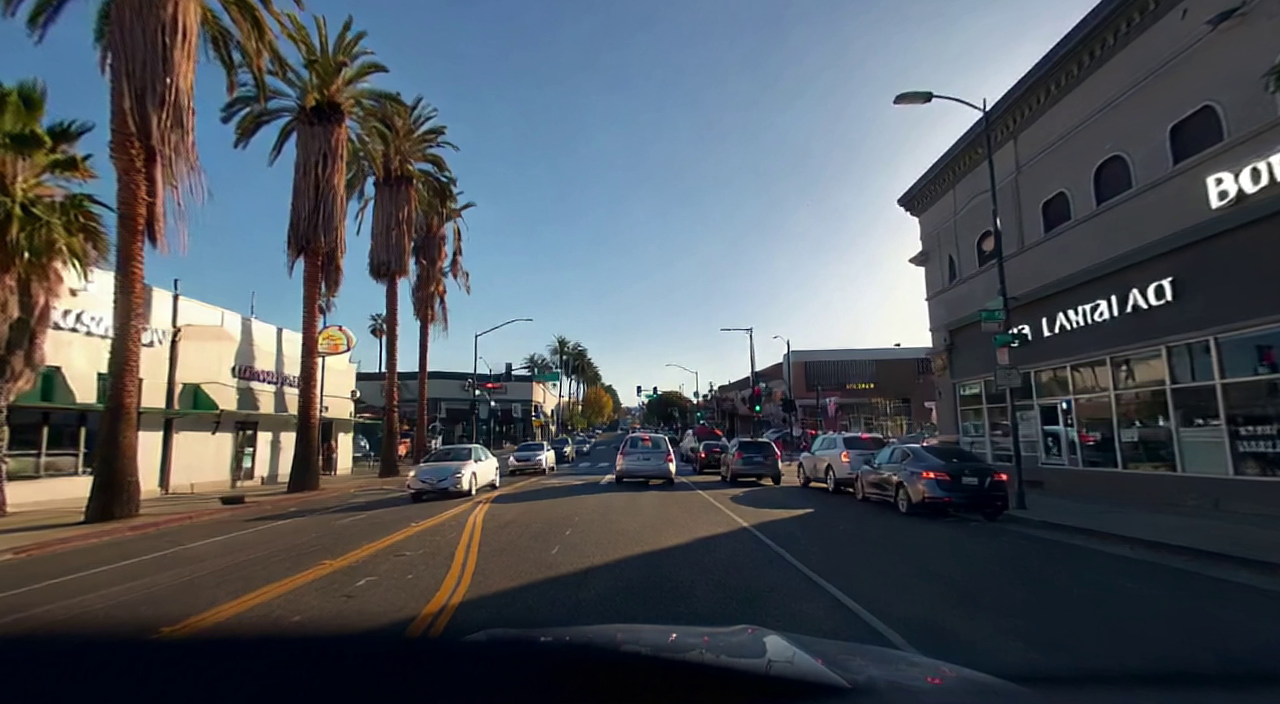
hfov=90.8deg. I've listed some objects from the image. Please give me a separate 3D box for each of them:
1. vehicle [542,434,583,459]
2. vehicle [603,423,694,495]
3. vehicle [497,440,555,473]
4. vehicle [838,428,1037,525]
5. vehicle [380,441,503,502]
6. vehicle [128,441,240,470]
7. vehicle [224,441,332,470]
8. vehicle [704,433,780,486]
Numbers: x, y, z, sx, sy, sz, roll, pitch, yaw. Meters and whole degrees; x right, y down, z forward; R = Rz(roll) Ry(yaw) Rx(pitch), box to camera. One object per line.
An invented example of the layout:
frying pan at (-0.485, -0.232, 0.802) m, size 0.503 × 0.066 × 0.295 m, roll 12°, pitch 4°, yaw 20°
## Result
vehicle at (-5.633, 6.966, 46.569) m, size 2.341 × 1.762 × 4.865 m, roll 0°, pitch -8°, yaw 0°
vehicle at (0.172, 3.018, 18.166) m, size 2.264 × 1.798 × 4.531 m, roll 0°, pitch -8°, yaw -1°
vehicle at (-5.525, 5.132, 31.291) m, size 2.092 × 1.504 × 4.374 m, roll 0°, pitch -8°, yaw -1°
vehicle at (6.137, 2.611, 13.830) m, size 2.008 × 1.729 × 4.647 m, roll 0°, pitch -8°, yaw -1°
vehicle at (-5.192, 3.173, 17.284) m, size 1.946 × 1.412 × 4.657 m, roll 0°, pitch -8°, yaw -1°
vehicle at (-25.735, 5.817, 35.883) m, size 1.873 × 1.507 × 4.809 m, roll -3°, pitch -8°, yaw 23°
vehicle at (-19.669, 5.635, 34.513) m, size 1.759 × 1.457 × 4.727 m, roll -7°, pitch -11°, yaw 37°
vehicle at (3.602, 3.907, 23.243) m, size 2.070 × 1.711 × 4.480 m, roll 0°, pitch -8°, yaw 0°
